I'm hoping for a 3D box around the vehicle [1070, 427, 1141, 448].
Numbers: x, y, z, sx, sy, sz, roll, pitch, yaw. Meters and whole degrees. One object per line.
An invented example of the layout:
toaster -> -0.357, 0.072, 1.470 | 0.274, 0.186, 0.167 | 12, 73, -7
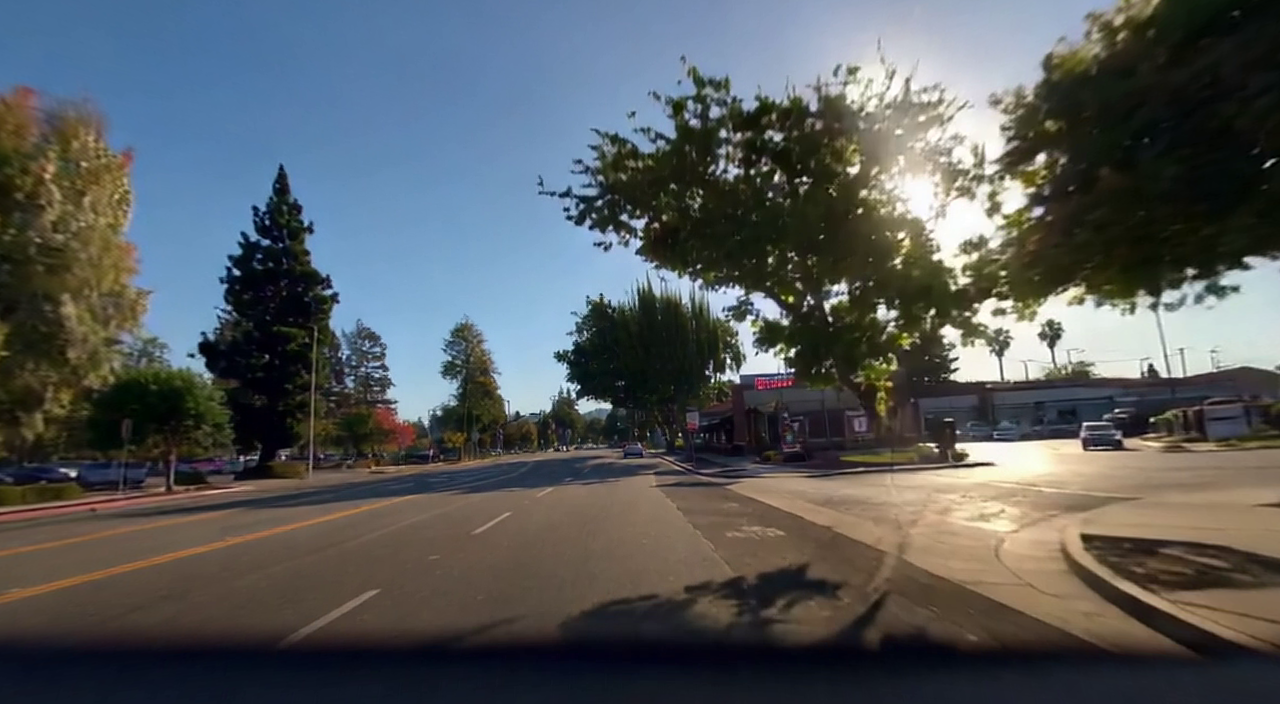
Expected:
vehicle -> 33.072, 6.078, 44.706 | 4.411, 1.457, 2.013 | 3, -9, -24
